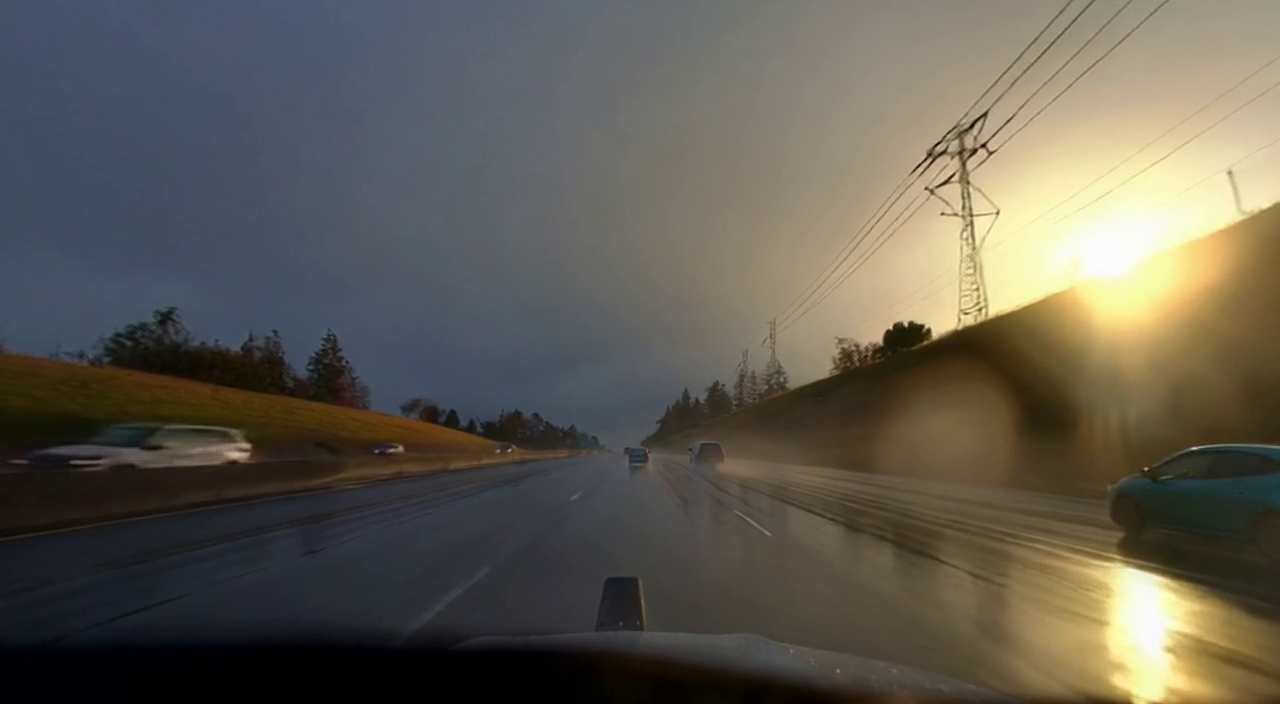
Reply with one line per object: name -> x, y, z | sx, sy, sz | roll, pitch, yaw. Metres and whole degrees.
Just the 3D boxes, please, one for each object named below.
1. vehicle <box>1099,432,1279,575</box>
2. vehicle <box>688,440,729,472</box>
vehicle -> 7.974, 1.698, 7.117 | 1.970, 1.545, 4.818 | 0, -8, 0
vehicle -> 4.092, 6.313, 38.408 | 2.159, 1.782, 4.673 | 0, -8, 2
